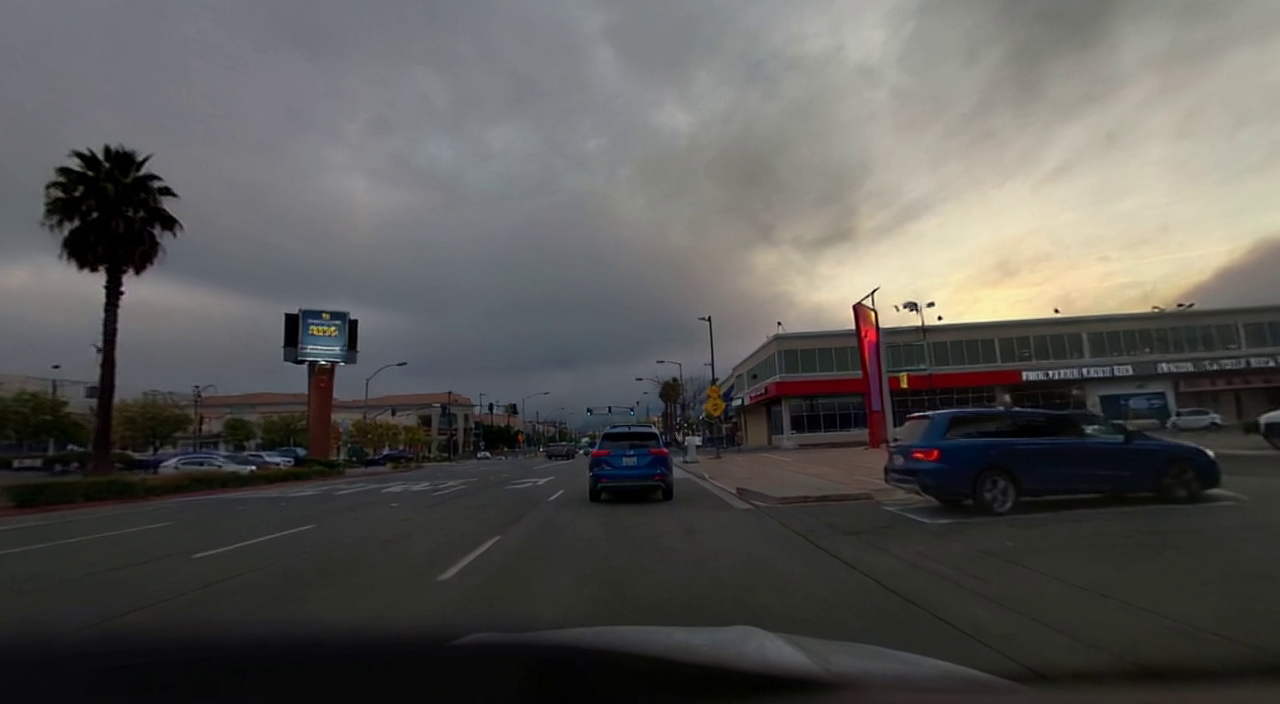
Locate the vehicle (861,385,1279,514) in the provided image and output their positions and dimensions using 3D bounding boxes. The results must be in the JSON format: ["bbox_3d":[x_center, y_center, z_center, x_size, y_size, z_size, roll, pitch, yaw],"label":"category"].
[{"bbox_3d":[6.238,1.482,9.697,4.828,1.733,2.231,0,-9,0],"label":"vehicle"}]

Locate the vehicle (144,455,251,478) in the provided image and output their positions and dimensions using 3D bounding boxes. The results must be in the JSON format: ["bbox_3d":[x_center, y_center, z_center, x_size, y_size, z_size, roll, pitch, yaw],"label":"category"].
[{"bbox_3d":[-27.610,7.150,39.622,5.154,1.343,1.943,4,-9,-24],"label":"vehicle"}]

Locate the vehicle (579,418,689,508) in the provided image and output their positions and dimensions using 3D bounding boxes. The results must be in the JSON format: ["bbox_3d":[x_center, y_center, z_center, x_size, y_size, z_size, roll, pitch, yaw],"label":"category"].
[{"bbox_3d":[-0.179,2.553,14.882,2.234,1.818,3.869,0,-9,-1],"label":"vehicle"}]
